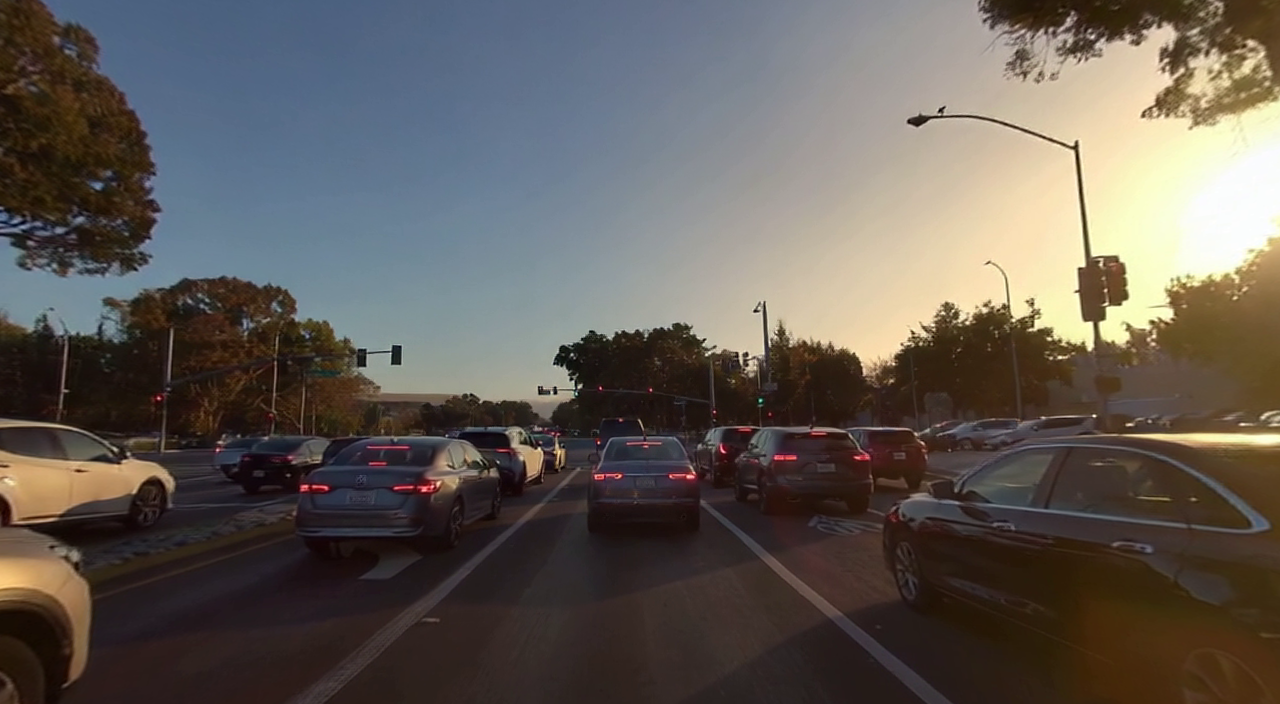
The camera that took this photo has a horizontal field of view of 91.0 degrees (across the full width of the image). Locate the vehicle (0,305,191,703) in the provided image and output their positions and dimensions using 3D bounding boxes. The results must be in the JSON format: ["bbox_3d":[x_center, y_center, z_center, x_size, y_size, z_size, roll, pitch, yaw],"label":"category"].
[{"bbox_3d":[-3.203,0.506,0.706,2.079,1.756,4.676,0,-8,-3],"label":"vehicle"}]

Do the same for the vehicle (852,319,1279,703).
[{"bbox_3d":[3.148,0.996,3.855,2.074,1.685,4.387,0,-8,-1],"label":"vehicle"}]

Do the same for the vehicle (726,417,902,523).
[{"bbox_3d":[3.068,2.187,12.146,2.106,1.667,4.101,0,-8,-1],"label":"vehicle"}]

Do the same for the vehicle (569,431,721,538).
[{"bbox_3d":[-0.004,2.090,10.541,2.076,1.438,3.770,0,-8,-2],"label":"vehicle"}]

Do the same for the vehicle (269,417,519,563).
[{"bbox_3d":[-3.065,1.805,9.008,1.896,1.546,4.378,0,-8,-2],"label":"vehicle"}]
